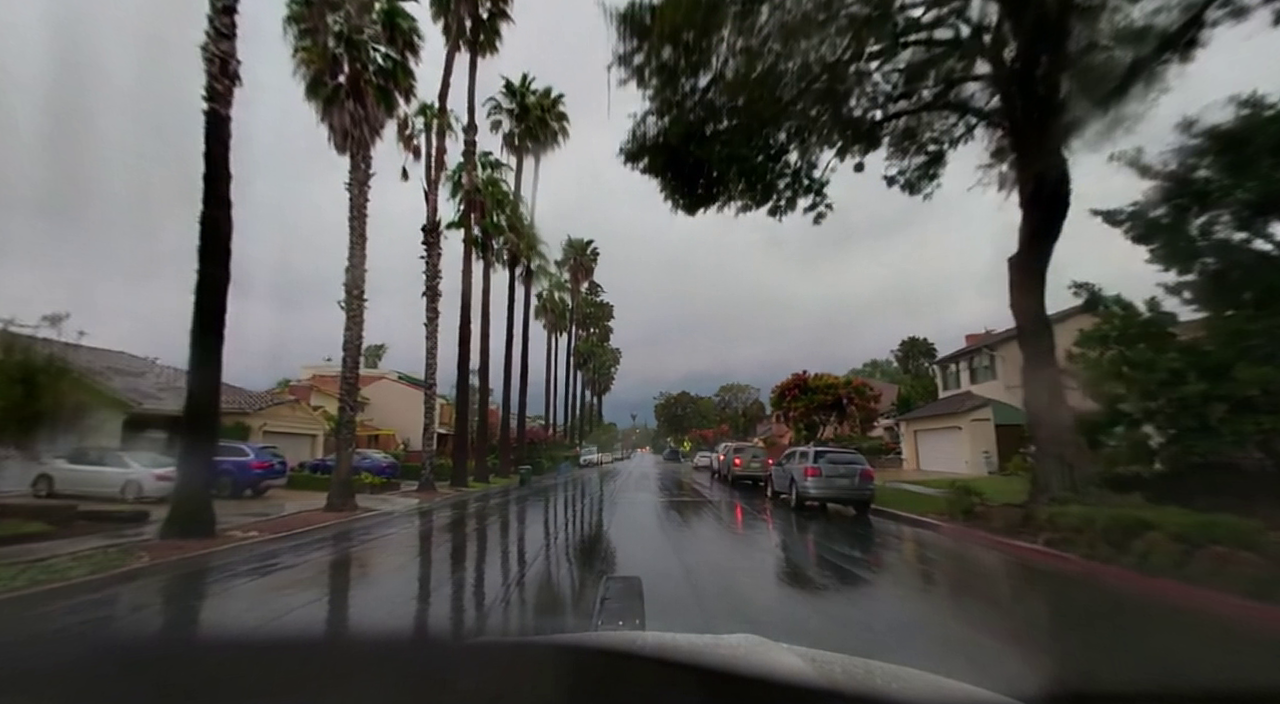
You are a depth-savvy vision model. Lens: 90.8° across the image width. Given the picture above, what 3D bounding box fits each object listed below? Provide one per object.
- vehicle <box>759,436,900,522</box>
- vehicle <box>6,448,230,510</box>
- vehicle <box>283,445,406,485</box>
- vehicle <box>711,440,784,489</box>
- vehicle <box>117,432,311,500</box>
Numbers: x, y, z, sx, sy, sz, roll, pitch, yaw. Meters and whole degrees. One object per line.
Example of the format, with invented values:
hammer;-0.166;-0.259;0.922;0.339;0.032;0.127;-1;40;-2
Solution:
vehicle;4.340;2.968;15.417;1.971;1.663;5.076;2;-9;1
vehicle;-13.457;3.262;16.474;4.250;1.469;1.817;0;-9;3
vehicle;-13.059;5.014;28.124;4.448;1.679;1.972;0;-9;2
vehicle;4.218;4.524;25.715;2.166;1.766;5.186;0;-9;1
vehicle;-13.309;3.564;19.983;4.576;1.977;2.153;0;-9;3
